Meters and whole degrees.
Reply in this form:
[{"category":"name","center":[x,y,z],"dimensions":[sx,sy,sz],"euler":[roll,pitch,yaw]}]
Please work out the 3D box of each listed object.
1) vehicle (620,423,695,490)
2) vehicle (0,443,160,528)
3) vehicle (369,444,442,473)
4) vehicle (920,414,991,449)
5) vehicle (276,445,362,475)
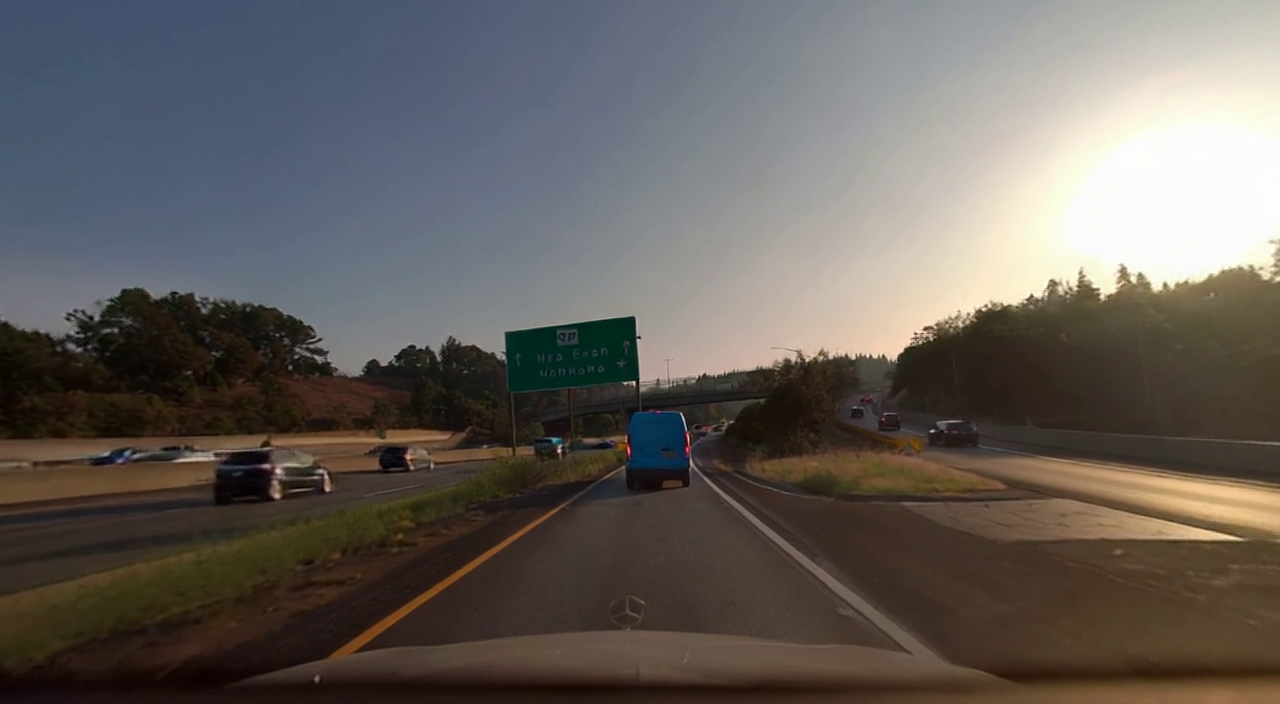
[{"category":"vehicle","center":[0.497,3.203,19.701],"dimensions":[2.043,1.821,4.558],"euler":[-1,-8,1]},{"category":"vehicle","center":[-12.791,2.674,12.995],"dimensions":[1.958,1.545,4.588],"euler":[-1,-8,4]},{"category":"vehicle","center":[-12.505,5.683,33.975],"dimensions":[1.918,1.451,4.668],"euler":[-1,-8,4]},{"category":"vehicle","center":[16.429,4.224,33.107],"dimensions":[2.098,1.654,4.637],"euler":[-2,-8,11]},{"category":"vehicle","center":[-16.700,5.605,33.102],"dimensions":[1.825,1.437,4.692],"euler":[-1,-8,3]}]
